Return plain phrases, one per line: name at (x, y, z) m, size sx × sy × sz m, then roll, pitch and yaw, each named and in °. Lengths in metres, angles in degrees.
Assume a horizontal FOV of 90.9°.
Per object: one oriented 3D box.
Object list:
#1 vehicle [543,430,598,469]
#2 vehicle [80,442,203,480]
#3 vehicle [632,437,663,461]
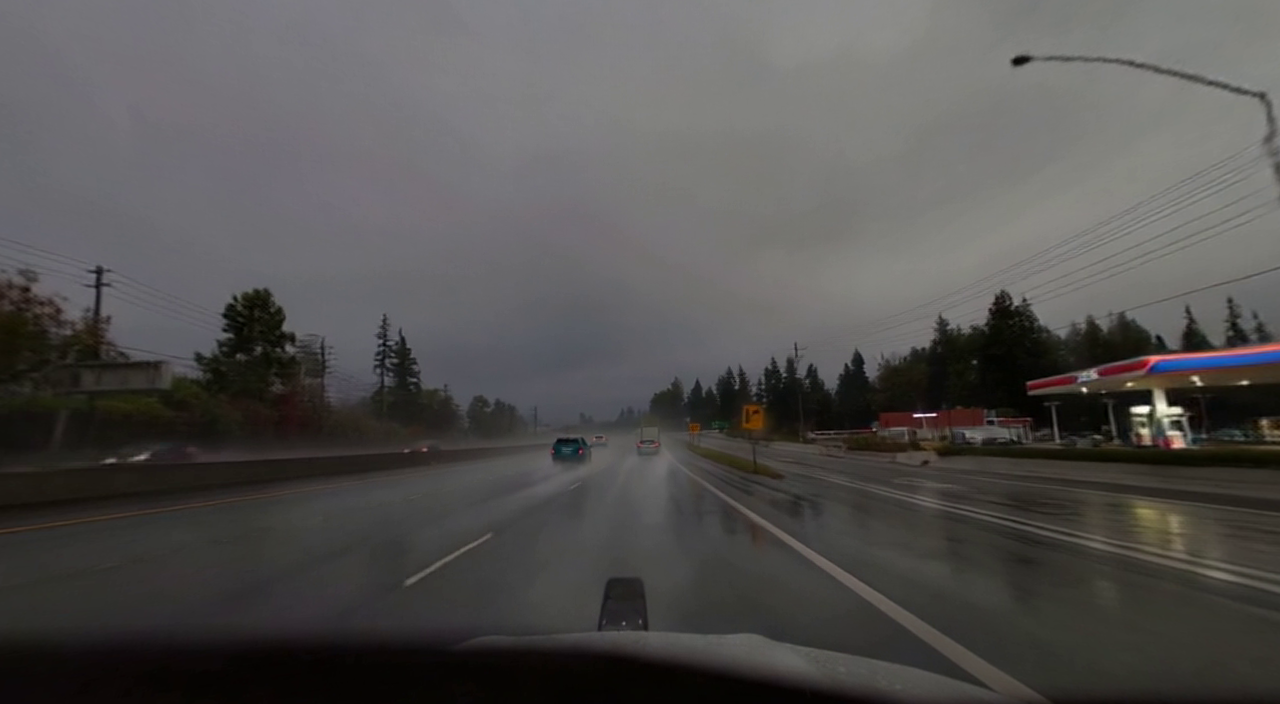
vehicle at (-3.555, 5.148, 33.334) m, size 2.273 × 1.884 × 4.515 m, roll 0°, pitch -8°, yaw 2°
vehicle at (-23.779, 5.199, 30.378) m, size 1.979 × 1.641 × 4.898 m, roll 0°, pitch -8°, yaw -1°
vehicle at (0.485, 6.568, 42.761) m, size 1.982 × 1.524 × 3.800 m, roll 0°, pitch -8°, yaw -1°
